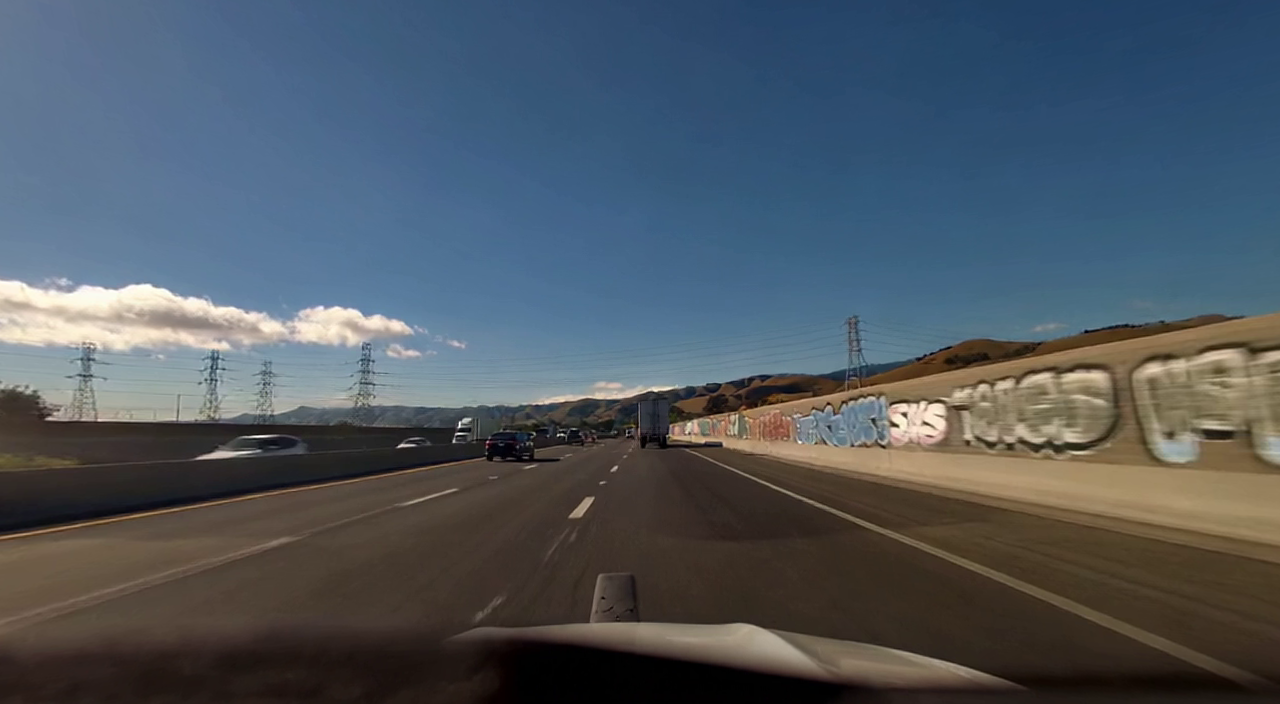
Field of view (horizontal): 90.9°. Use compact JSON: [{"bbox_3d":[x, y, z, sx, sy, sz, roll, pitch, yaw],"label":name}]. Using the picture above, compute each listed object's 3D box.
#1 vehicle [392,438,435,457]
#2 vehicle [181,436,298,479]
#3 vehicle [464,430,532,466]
[{"bbox_3d":[-17.343,7.328,48.410,1.781,1.409,3.993,0,-8,0],"label":"vehicle"},{"bbox_3d":[-13.937,3.654,22.176,1.798,1.400,3.503,0,-8,0],"label":"vehicle"},{"bbox_3d":[-6.278,4.276,28.373,1.965,1.486,4.448,0,-8,1],"label":"vehicle"}]
